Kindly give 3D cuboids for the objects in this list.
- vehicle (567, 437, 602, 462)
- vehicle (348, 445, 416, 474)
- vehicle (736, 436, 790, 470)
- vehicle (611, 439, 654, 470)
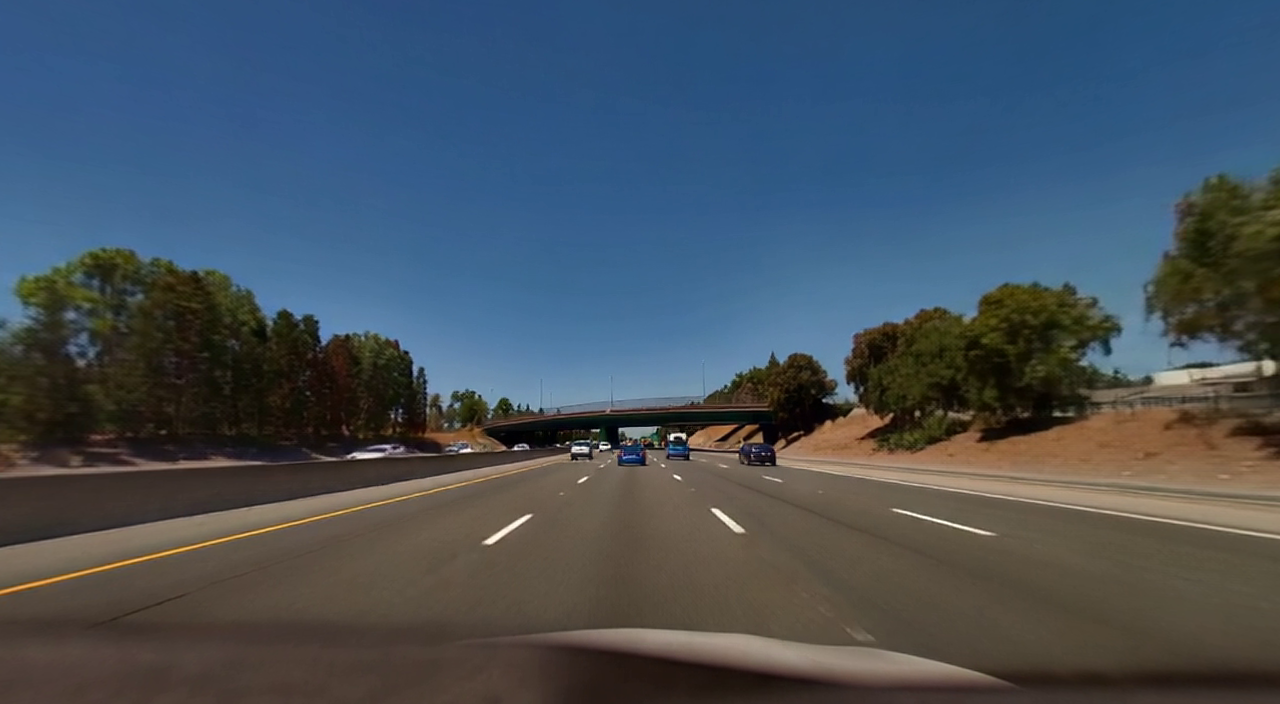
[{"bbox_3d":[-4.019,7.137,46.285,2.113,1.756,4.471,0,-8,1],"label":"vehicle"},{"bbox_3d":[-14.041,5.838,34.631,1.832,1.464,4.390,0,-9,0],"label":"vehicle"},{"bbox_3d":[6.307,5.239,32.855,1.936,1.625,3.991,0,-8,-1],"label":"vehicle"},{"bbox_3d":[-0.358,5.247,32.455,2.075,1.486,4.007,0,-8,0],"label":"vehicle"}]
